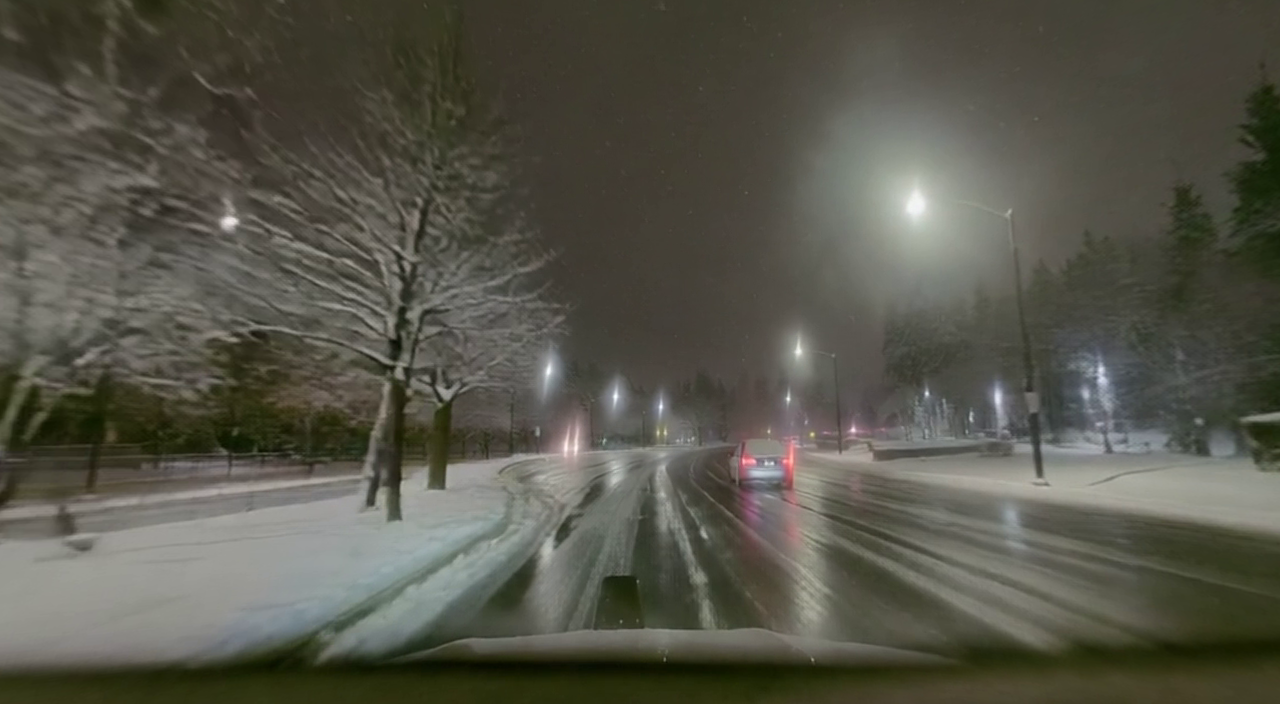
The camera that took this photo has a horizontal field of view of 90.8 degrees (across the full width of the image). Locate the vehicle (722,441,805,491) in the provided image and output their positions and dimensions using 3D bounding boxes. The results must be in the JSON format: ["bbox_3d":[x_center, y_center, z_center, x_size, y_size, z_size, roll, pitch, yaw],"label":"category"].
[{"bbox_3d":[4.012,3.791,21.316,1.928,1.481,4.453,0,-9,0],"label":"vehicle"}]
